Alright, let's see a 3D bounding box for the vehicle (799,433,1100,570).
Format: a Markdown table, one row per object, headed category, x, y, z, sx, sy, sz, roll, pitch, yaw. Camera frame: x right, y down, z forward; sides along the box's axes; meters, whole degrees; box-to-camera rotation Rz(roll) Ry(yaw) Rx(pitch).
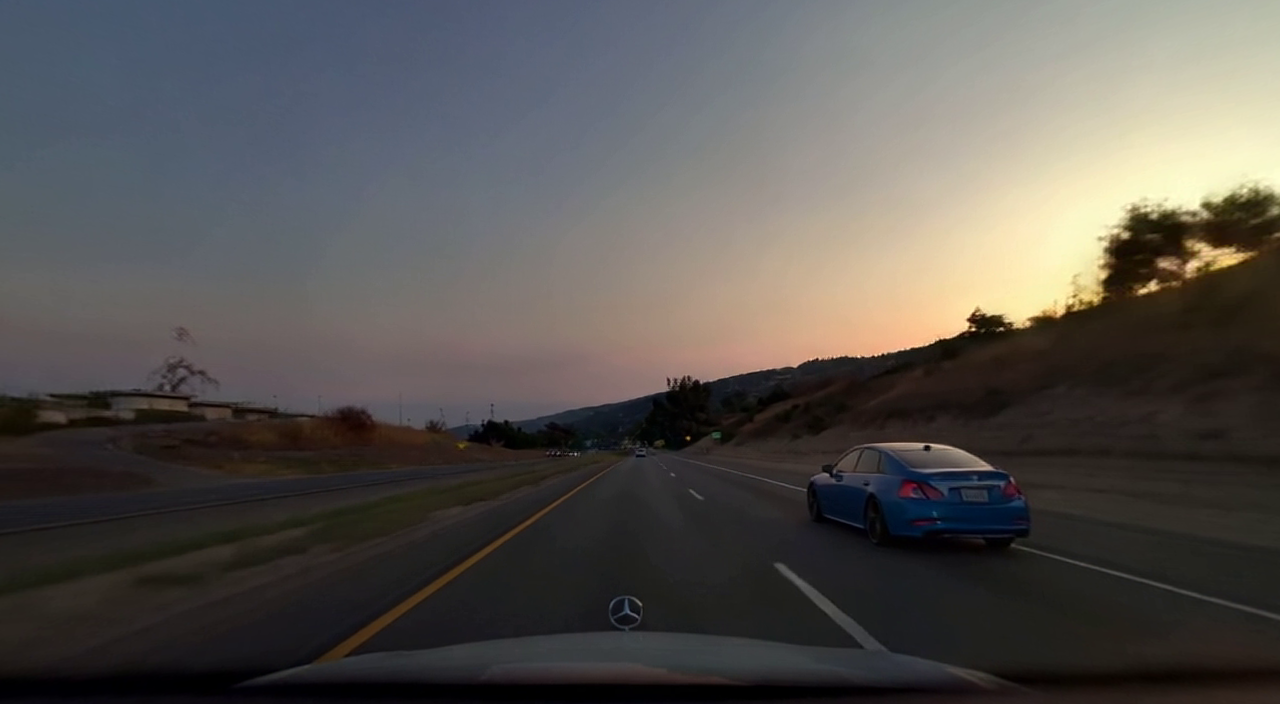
| category | x | y | z | sx | sy | sz | roll | pitch | yaw |
| --- | --- | --- | --- | --- | --- | --- | --- | --- | --- |
| vehicle | 4.064 | 2.024 | 9.485 | 2.053 | 1.490 | 4.799 | 0 | -8 | -1 |
